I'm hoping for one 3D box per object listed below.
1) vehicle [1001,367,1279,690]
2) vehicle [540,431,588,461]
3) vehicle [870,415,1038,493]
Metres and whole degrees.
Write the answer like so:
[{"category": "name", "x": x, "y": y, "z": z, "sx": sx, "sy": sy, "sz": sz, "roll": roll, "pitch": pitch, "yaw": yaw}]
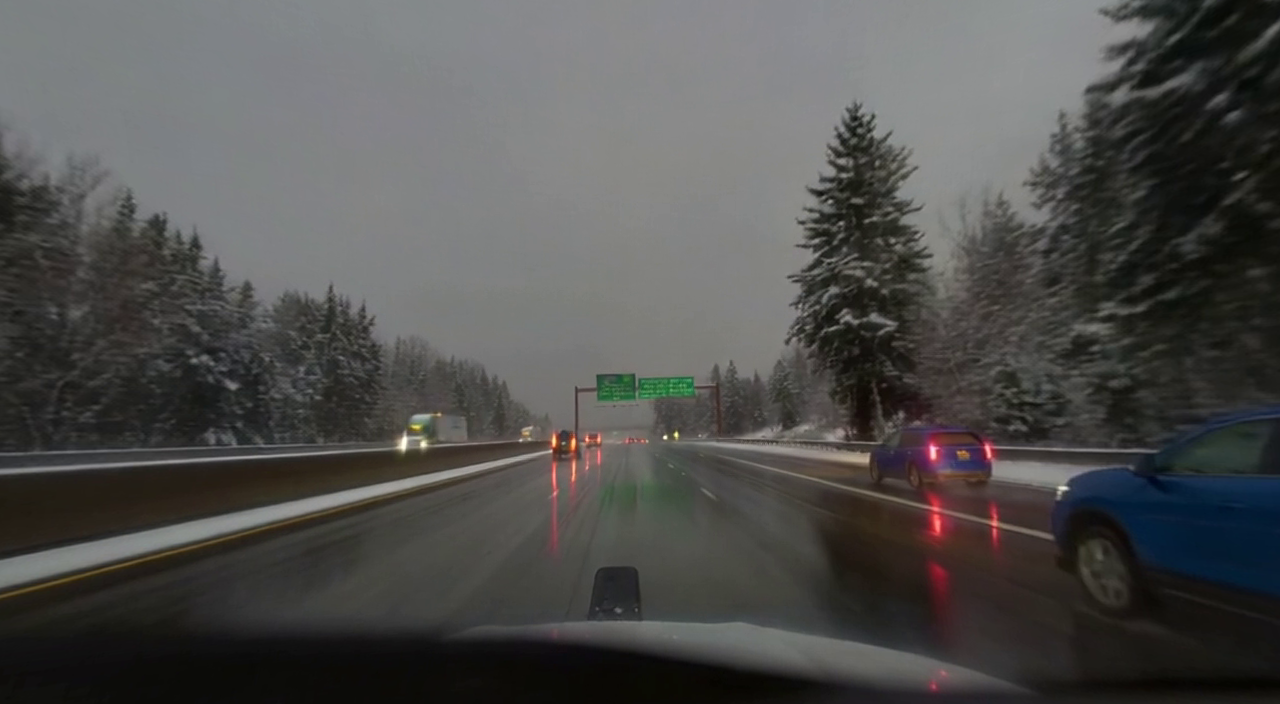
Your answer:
[{"category": "vehicle", "x": 4.148, "y": 0.896, "z": 3.299, "sx": 2.011, "sy": 1.576, "sz": 4.060, "roll": 0, "pitch": -8, "yaw": -1}, {"category": "vehicle", "x": -3.928, "y": 4.903, "z": 33.175, "sx": 2.032, "sy": 1.465, "sz": 4.316, "roll": 0, "pitch": -8, "yaw": -1}, {"category": "vehicle", "x": 7.324, "y": 2.402, "z": 15.211, "sx": 1.956, "sy": 1.634, "sz": 3.935, "roll": 0, "pitch": -8, "yaw": -1}]
